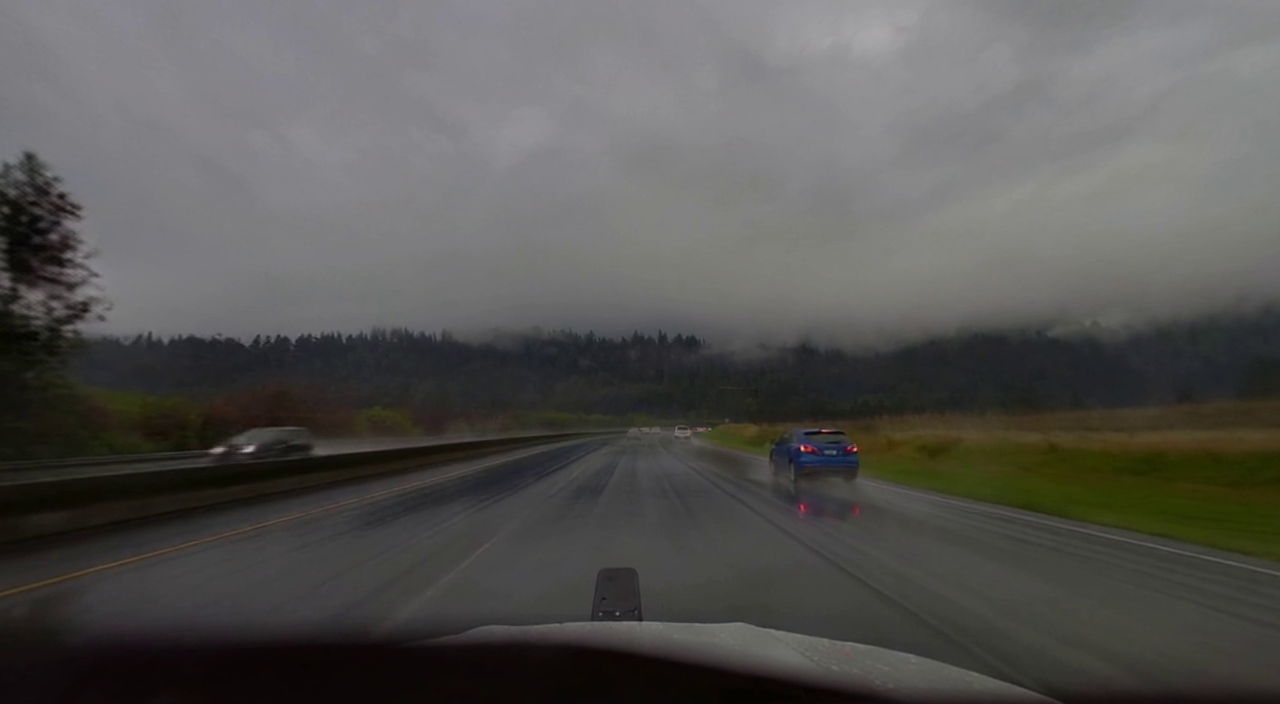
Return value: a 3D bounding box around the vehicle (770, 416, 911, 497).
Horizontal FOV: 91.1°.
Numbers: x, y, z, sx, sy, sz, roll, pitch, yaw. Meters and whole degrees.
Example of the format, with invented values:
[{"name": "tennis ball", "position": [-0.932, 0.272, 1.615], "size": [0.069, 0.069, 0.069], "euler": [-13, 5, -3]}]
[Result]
[{"name": "vehicle", "position": [4.166, 2.211, 13.735], "size": [1.765, 1.510, 3.762], "euler": [0, -8, -1]}]
